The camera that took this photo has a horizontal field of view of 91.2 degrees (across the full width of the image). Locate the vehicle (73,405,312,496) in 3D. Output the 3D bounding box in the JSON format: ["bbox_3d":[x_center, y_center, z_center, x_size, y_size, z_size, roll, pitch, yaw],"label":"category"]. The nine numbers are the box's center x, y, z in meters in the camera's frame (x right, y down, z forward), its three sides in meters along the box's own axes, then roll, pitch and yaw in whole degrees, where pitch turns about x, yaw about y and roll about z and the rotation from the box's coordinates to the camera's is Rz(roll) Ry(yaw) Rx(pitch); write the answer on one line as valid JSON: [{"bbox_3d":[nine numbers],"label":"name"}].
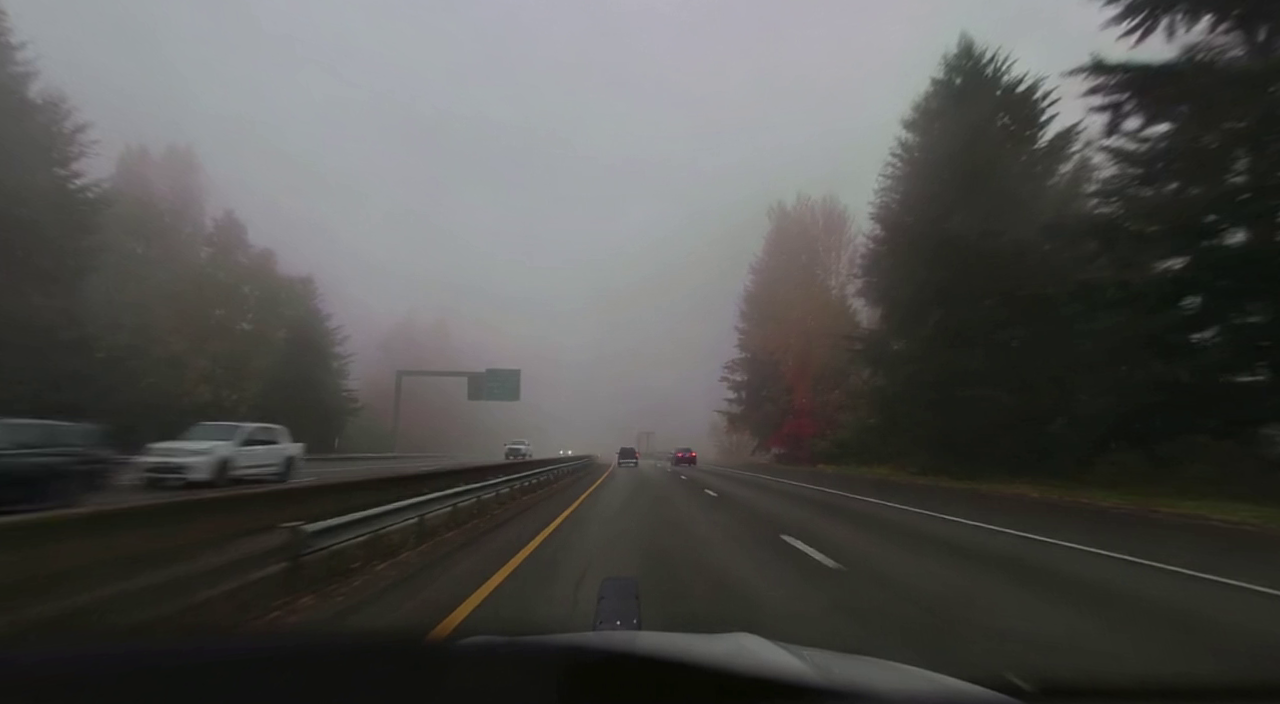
[{"bbox_3d":[-8.948,2.041,13.102,1.894,1.557,4.204,0,-9,-1],"label":"vehicle"}]

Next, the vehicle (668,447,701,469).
[{"bbox_3d":[3.217,7.730,45.935,1.968,1.513,3.911,0,-9,-2],"label":"vehicle"}]

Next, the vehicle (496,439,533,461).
[{"bbox_3d":[-9.459,7.435,47.500,1.922,1.561,4.160,0,-9,-1],"label":"vehicle"}]

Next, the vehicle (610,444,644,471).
[{"bbox_3d":[-0.860,7.017,41.948,2.151,1.693,4.201,0,-9,-1],"label":"vehicle"}]
